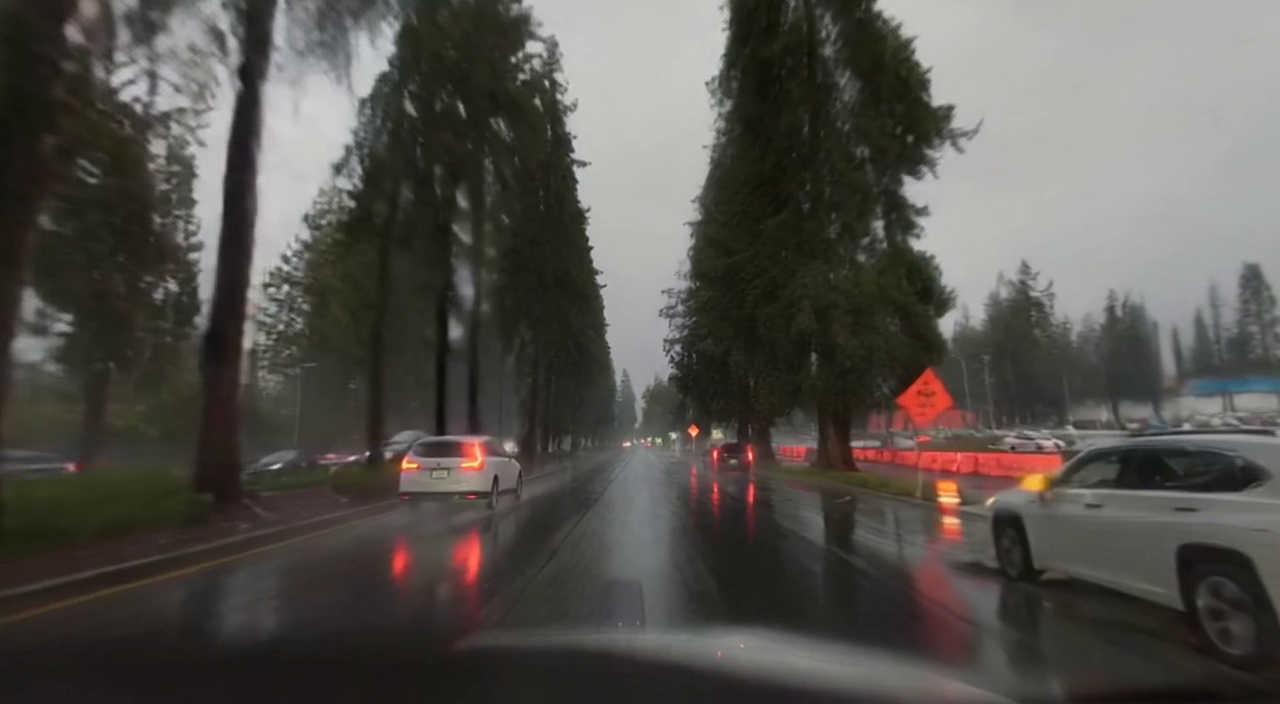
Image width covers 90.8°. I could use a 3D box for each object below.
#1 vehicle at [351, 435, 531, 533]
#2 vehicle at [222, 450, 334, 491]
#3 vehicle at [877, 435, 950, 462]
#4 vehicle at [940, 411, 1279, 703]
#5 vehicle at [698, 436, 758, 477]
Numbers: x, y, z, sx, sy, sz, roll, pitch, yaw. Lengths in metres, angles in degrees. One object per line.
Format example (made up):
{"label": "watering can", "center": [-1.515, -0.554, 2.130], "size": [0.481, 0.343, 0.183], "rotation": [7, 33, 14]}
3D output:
{"label": "vehicle", "center": [-3.378, 2.317, 11.704], "size": [2.020, 1.474, 4.098], "rotation": [0, -9, 0]}
{"label": "vehicle", "center": [-14.501, 4.734, 25.650], "size": [1.826, 1.496, 4.538], "rotation": [0, -9, 0]}
{"label": "vehicle", "center": [17.002, 6.020, 39.559], "size": [1.941, 1.559, 4.633], "rotation": [1, -9, -8]}
{"label": "vehicle", "center": [4.129, 1.288, 4.775], "size": [1.827, 1.491, 3.743], "rotation": [0, -9, -1]}
{"label": "vehicle", "center": [4.184, 5.066, 30.884], "size": [2.159, 1.793, 4.735], "rotation": [0, -9, -1]}
